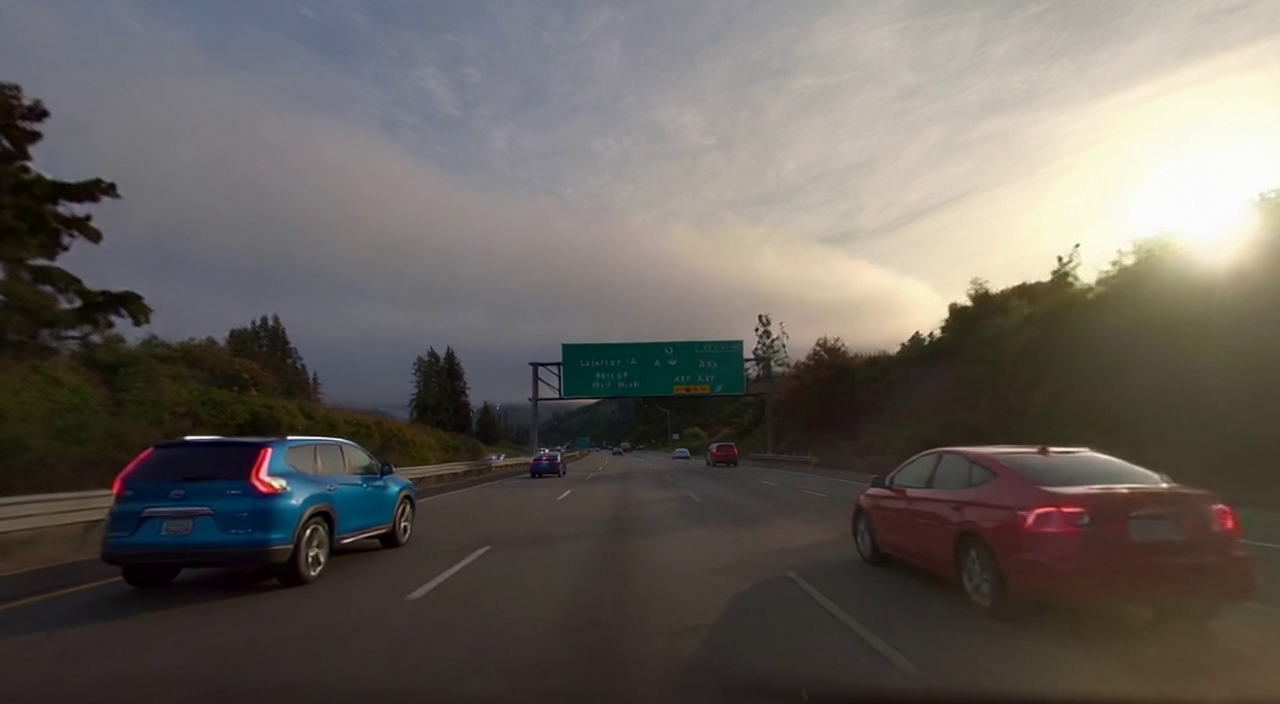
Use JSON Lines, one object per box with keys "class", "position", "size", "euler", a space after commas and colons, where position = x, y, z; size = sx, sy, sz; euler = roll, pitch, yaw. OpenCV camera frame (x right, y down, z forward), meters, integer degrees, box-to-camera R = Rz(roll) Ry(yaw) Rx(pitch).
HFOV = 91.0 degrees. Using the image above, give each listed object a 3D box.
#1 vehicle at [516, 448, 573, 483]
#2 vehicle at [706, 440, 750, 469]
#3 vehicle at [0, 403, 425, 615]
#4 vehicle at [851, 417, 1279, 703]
{"class": "vehicle", "position": [-4.333, 5.232, 29.306], "size": [2.009, 1.488, 4.289], "euler": [0, -9, -1]}
{"class": "vehicle", "position": [6.611, 7.745, 47.677], "size": [2.378, 2.096, 5.119], "euler": [0, -9, -2]}
{"class": "vehicle", "position": [-4.338, 1.636, 7.444], "size": [2.079, 1.745, 4.281], "euler": [0, -9, 0]}
{"class": "vehicle", "position": [3.710, 1.483, 5.644], "size": [2.120, 1.572, 4.344], "euler": [0, -9, 0]}
